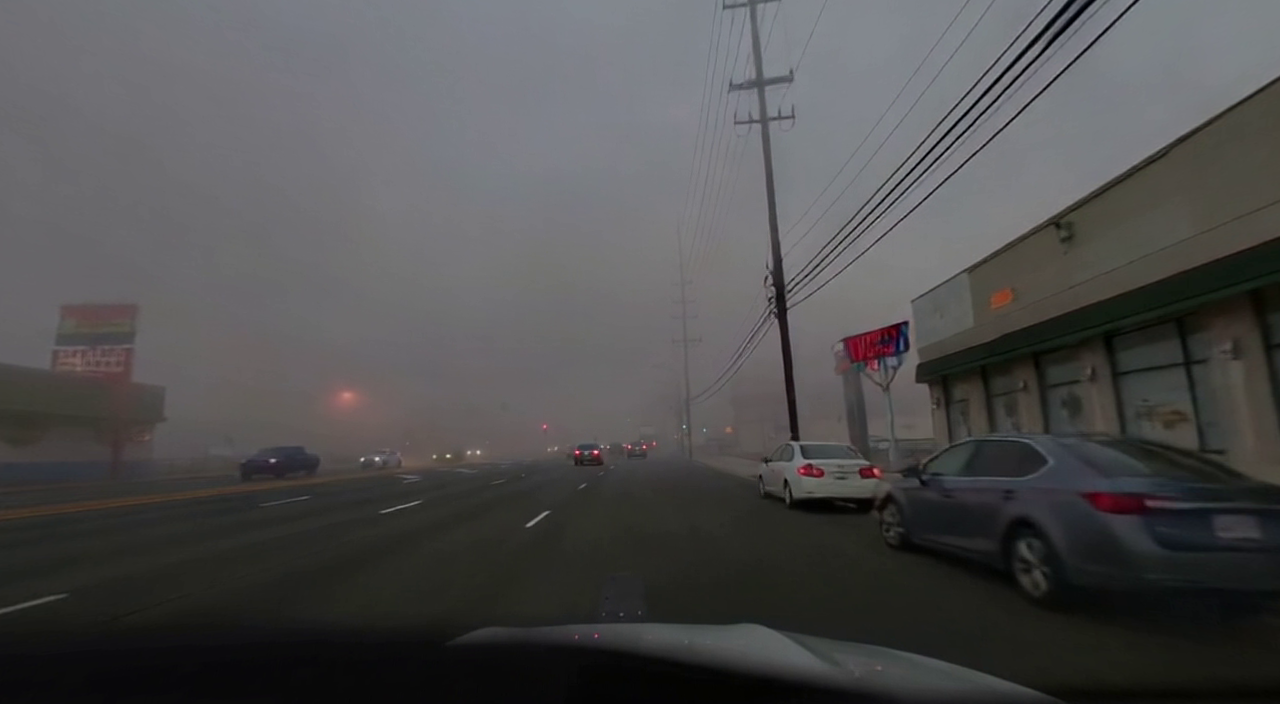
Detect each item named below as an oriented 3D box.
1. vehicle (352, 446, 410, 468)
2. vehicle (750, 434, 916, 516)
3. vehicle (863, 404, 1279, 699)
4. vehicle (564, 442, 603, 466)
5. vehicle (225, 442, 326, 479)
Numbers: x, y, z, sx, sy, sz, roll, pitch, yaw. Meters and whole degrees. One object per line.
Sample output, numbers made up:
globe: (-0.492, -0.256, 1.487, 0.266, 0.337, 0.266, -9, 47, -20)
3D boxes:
vehicle: (-18.586, 7.560, 45.554, 2.151, 1.495, 4.703, 0, -9, 0)
vehicle: (3.924, 2.597, 13.862, 2.085, 1.479, 4.633, 0, -9, -1)
vehicle: (3.876, 1.390, 5.733, 1.922, 1.507, 4.824, 0, -9, 0)
vehicle: (-3.621, 6.658, 41.440, 2.179, 1.490, 4.742, 0, -9, 0)
vehicle: (-17.772, 5.310, 31.124, 2.102, 1.679, 4.690, 0, -9, 1)
